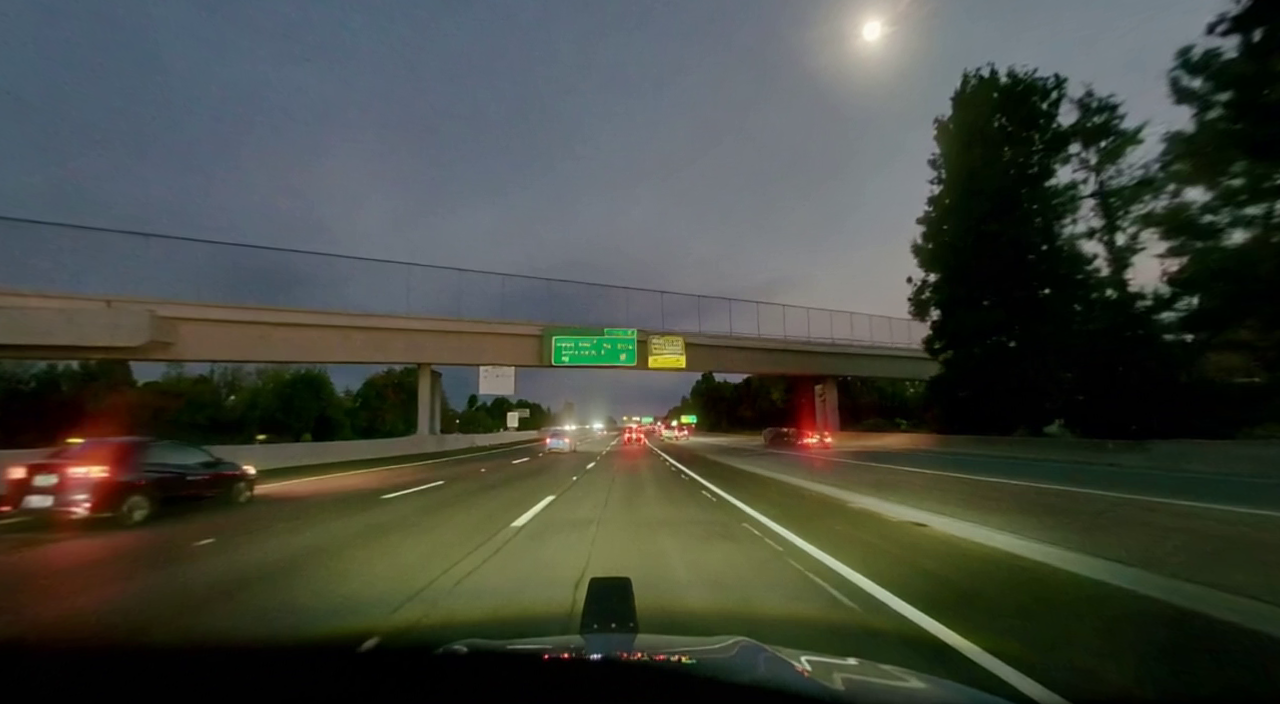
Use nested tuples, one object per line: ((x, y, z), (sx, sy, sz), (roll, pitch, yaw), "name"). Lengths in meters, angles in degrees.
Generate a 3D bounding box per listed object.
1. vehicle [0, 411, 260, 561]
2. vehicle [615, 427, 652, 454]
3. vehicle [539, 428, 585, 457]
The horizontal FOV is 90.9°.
((-7.648, 1.679, 8.750), (2.009, 1.537, 4.449), (0, -8, -1), "vehicle")
((-0.443, 5.782, 41.167), (2.240, 1.646, 4.949), (0, -8, -1), "vehicle")
((-4.336, 5.092, 35.587), (2.103, 1.512, 4.155), (0, -8, 0), "vehicle")
